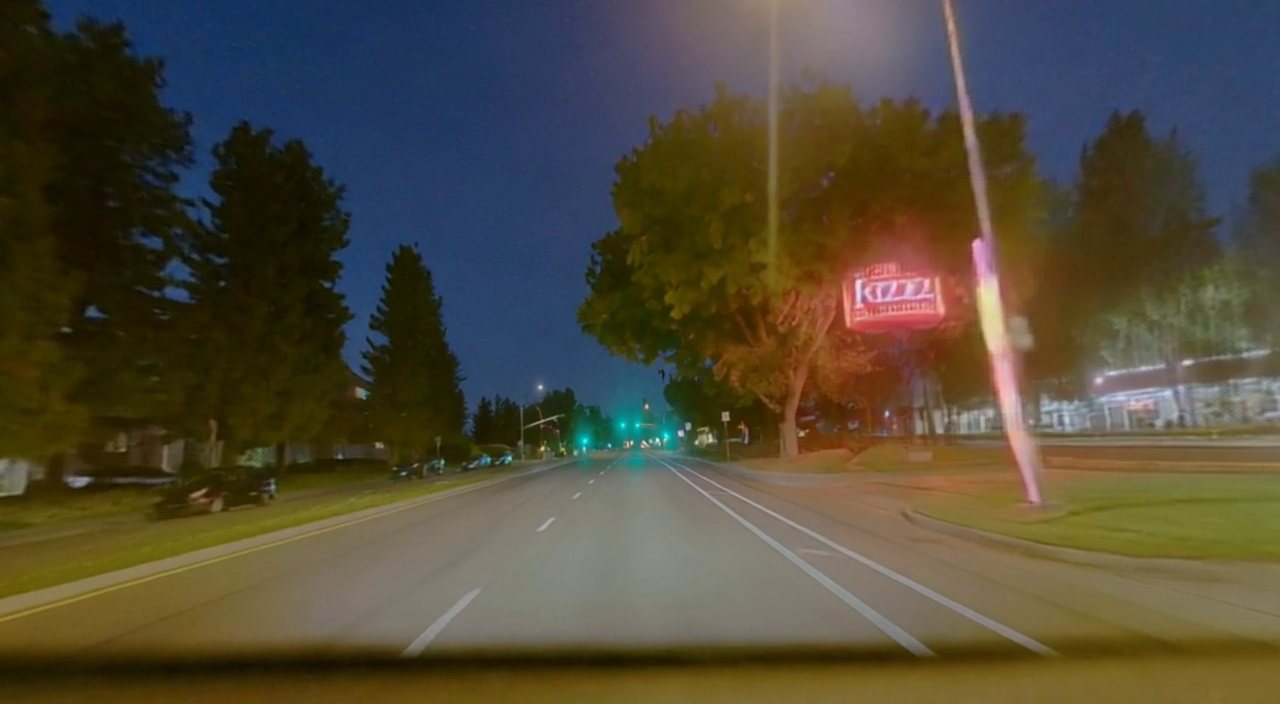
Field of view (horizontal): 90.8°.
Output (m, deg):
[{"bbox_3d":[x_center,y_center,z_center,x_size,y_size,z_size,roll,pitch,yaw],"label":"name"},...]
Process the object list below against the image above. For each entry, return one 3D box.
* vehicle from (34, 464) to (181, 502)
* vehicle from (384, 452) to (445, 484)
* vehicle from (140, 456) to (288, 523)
[{"bbox_3d":[-23.515,5.790,28.018,4.718,1.500,1.943,0,-8,0],"label":"vehicle"},{"bbox_3d":[-12.809,6.545,36.078,1.986,1.488,4.330,-4,-8,-2],"label":"vehicle"},{"bbox_3d":[-12.658,4.048,19.092,1.953,1.558,3.839,-6,-8,-2],"label":"vehicle"}]
